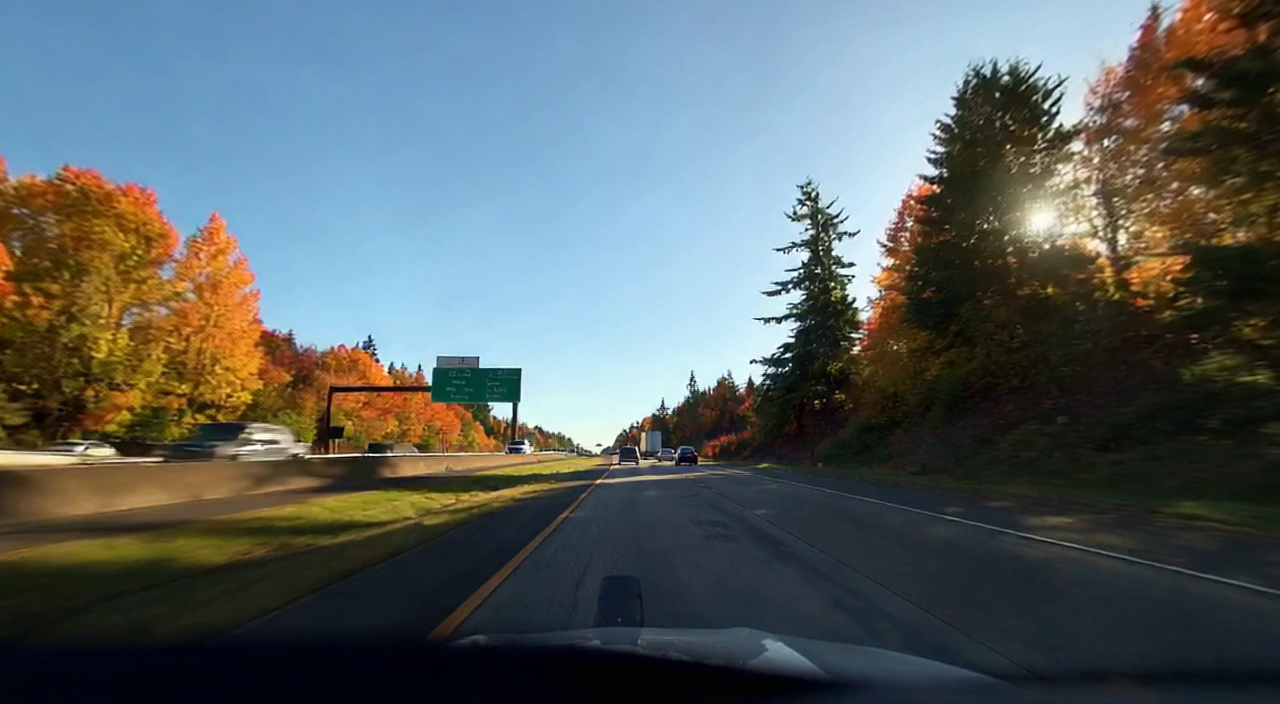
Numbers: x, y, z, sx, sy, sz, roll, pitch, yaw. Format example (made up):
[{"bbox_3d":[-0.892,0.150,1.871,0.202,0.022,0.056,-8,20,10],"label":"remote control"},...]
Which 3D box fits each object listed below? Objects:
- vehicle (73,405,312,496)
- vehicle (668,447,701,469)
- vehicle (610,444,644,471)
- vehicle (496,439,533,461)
[{"bbox_3d":[-8.948,2.041,13.102,1.894,1.557,4.204,0,-9,-1],"label":"vehicle"},{"bbox_3d":[3.217,7.730,45.935,1.968,1.513,3.911,0,-9,-2],"label":"vehicle"},{"bbox_3d":[-0.860,7.017,41.948,2.151,1.693,4.201,0,-9,-1],"label":"vehicle"},{"bbox_3d":[-9.459,7.435,47.500,1.922,1.561,4.160,0,-9,-1],"label":"vehicle"}]
